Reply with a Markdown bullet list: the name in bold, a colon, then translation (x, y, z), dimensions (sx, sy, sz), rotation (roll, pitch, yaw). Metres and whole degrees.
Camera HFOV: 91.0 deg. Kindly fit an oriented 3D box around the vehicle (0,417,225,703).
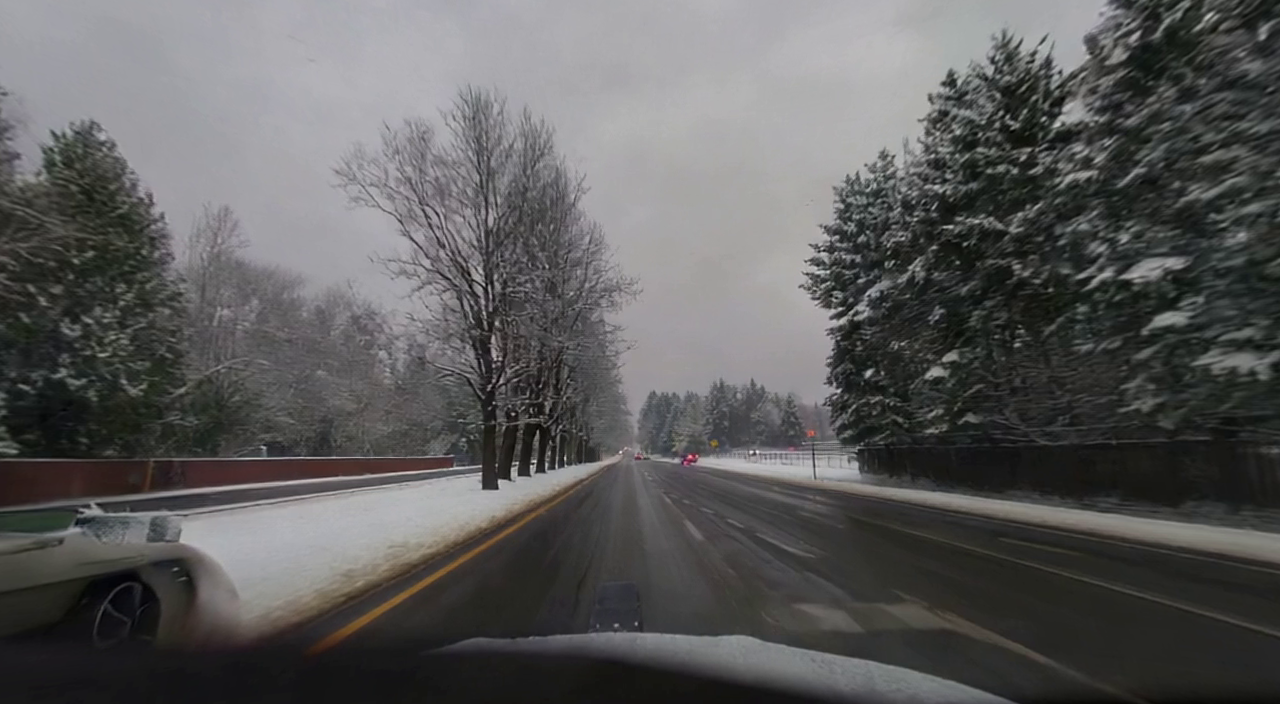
- **vehicle**: translation (-3.994, 0.923, 2.028), dimensions (2.120, 1.488, 4.766), rotation (0, -8, -1)
